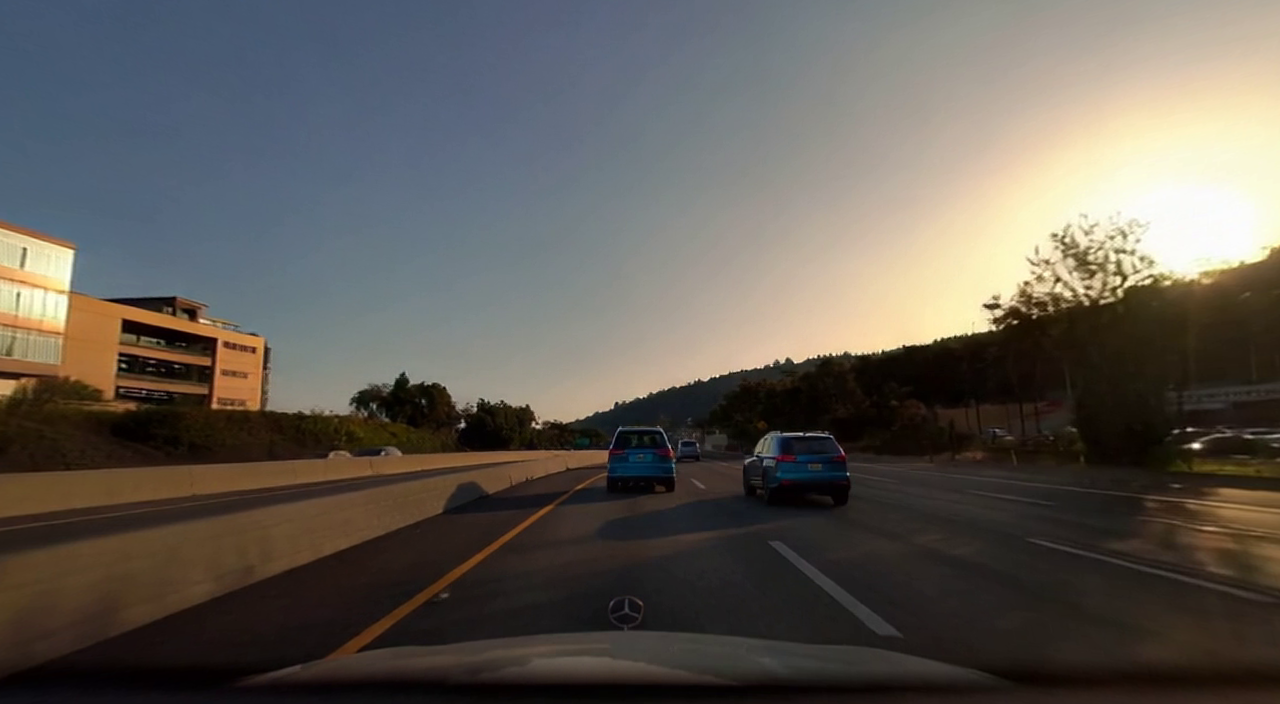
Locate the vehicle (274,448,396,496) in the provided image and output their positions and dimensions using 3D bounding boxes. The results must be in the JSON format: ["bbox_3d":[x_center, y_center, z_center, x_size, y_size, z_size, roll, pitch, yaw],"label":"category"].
[{"bbox_3d":[-10.563,4.161,22.308,2.051,1.476,4.379,0,-8,1],"label":"vehicle"}]

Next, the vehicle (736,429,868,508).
[{"bbox_3d":[3.642,2.695,15.031,2.042,1.592,4.047,0,-8,0],"label":"vehicle"}]

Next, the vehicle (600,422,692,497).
[{"bbox_3d":[0.147,3.014,18.005,2.290,1.862,4.454,0,-8,0],"label":"vehicle"}]
